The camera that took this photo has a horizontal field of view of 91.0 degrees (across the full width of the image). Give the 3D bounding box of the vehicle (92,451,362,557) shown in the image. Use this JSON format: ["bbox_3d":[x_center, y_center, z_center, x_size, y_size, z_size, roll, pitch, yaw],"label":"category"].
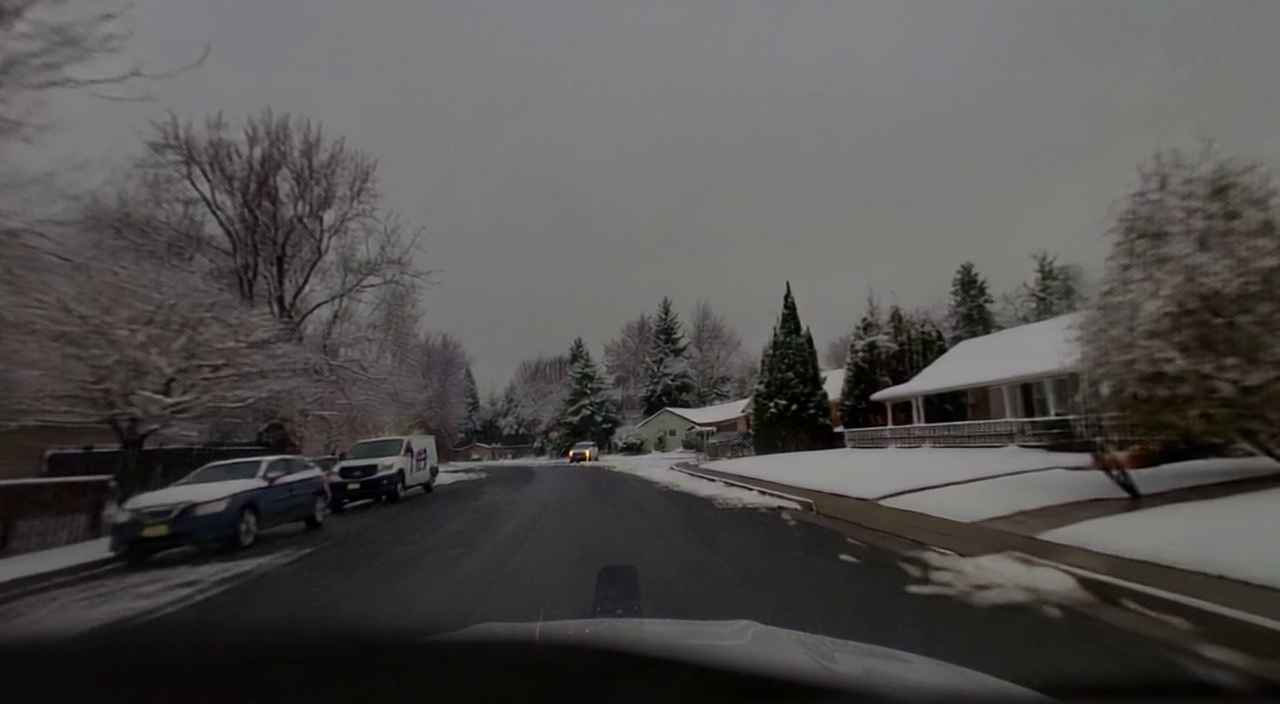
[{"bbox_3d":[-6.671,2.439,10.841,2.017,1.397,4.004,0,-8,-2],"label":"vehicle"}]

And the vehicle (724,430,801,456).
[{"bbox_3d":[7.954,5.892,41.038,4.533,1.557,1.981,2,-6,-13],"label":"vehicle"}]

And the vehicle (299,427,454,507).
[{"bbox_3d":[-7.315,3.247,18.336,2.338,1.925,5.725,0,-8,-3],"label":"vehicle"}]
